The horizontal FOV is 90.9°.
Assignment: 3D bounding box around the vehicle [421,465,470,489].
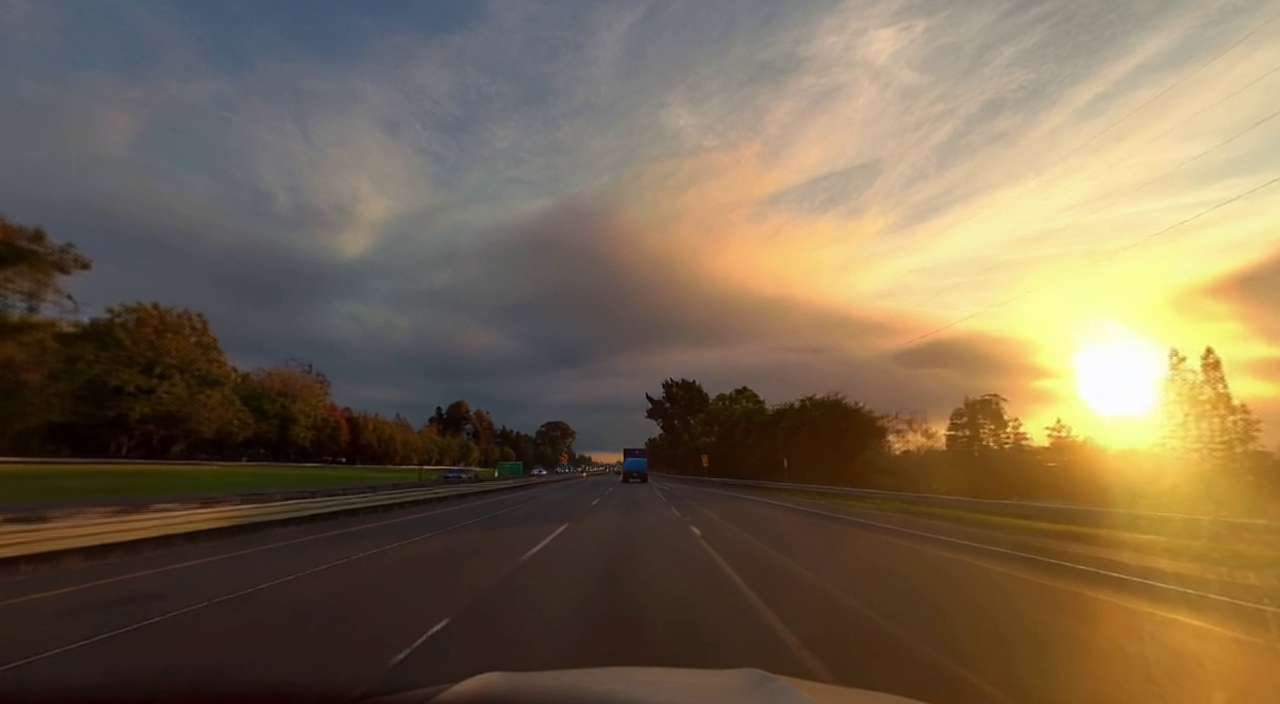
[{"bbox_3d":[-13.131,8.464,42.778,2.061,1.529,3.742,1,-11,1],"label":"vehicle"}]
